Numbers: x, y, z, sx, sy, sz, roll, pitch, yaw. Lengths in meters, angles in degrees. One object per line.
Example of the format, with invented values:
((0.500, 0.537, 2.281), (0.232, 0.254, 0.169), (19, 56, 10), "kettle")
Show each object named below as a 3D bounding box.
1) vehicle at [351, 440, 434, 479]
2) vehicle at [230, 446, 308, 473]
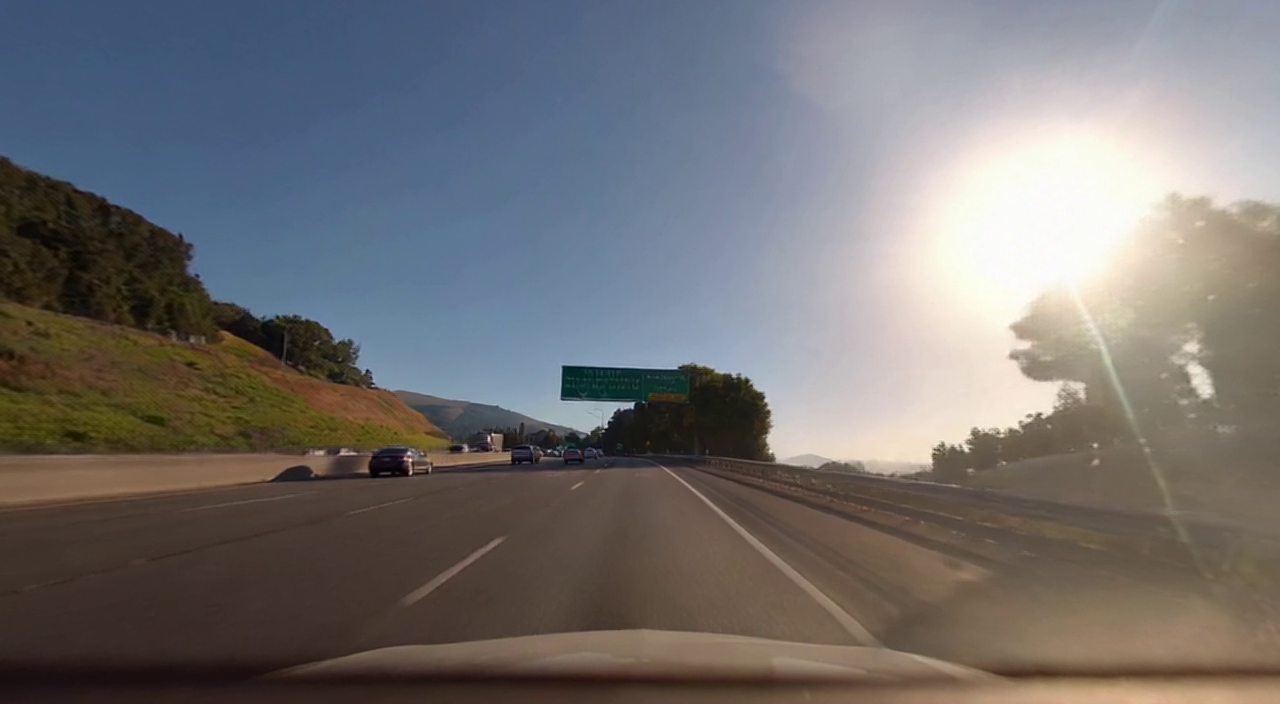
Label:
((-11.305, 4.928, 29.059), (2.001, 1.625, 4.528), (0, -9, 0), "vehicle")
((-22.059, 6.383, 37.548), (1.908, 1.464, 4.517), (0, -9, 0), "vehicle")
